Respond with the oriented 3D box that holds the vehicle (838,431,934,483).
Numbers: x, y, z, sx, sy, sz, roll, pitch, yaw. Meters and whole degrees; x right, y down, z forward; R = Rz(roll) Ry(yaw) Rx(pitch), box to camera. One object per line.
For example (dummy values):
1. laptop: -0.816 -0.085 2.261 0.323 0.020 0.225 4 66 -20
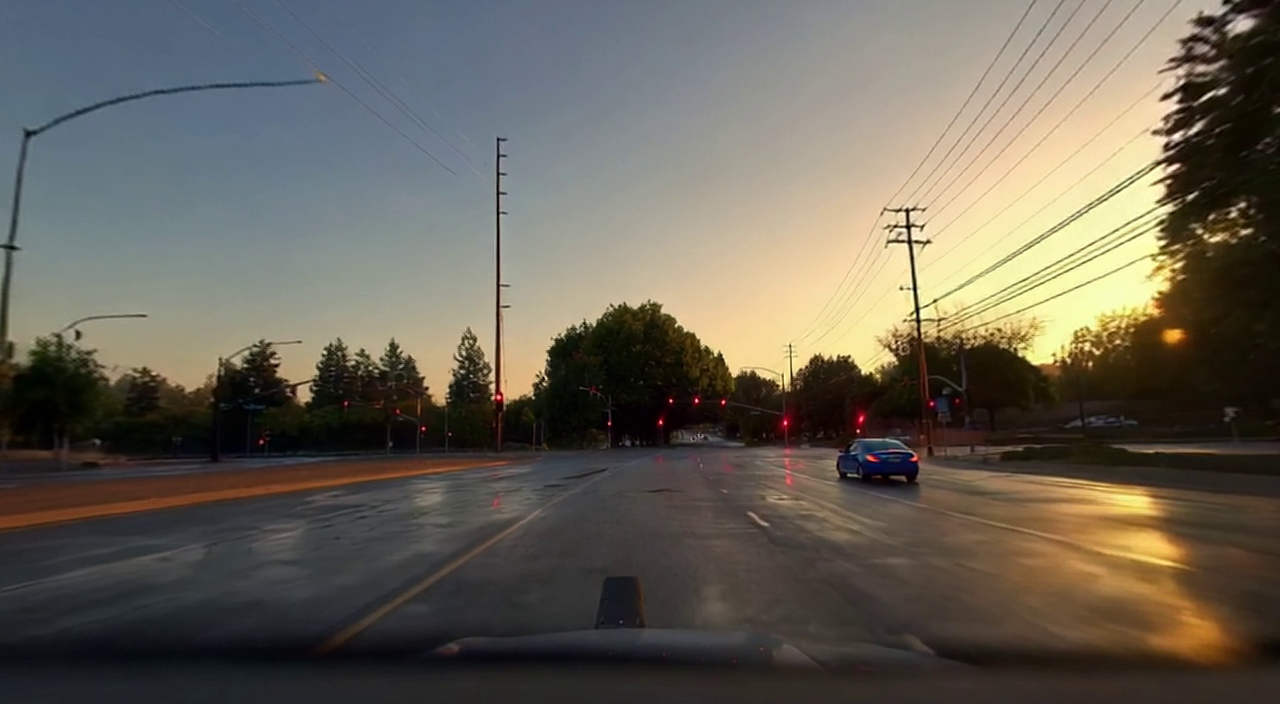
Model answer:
1. vehicle: 8.049 3.463 21.057 1.797 1.544 3.685 -1 -9 2
